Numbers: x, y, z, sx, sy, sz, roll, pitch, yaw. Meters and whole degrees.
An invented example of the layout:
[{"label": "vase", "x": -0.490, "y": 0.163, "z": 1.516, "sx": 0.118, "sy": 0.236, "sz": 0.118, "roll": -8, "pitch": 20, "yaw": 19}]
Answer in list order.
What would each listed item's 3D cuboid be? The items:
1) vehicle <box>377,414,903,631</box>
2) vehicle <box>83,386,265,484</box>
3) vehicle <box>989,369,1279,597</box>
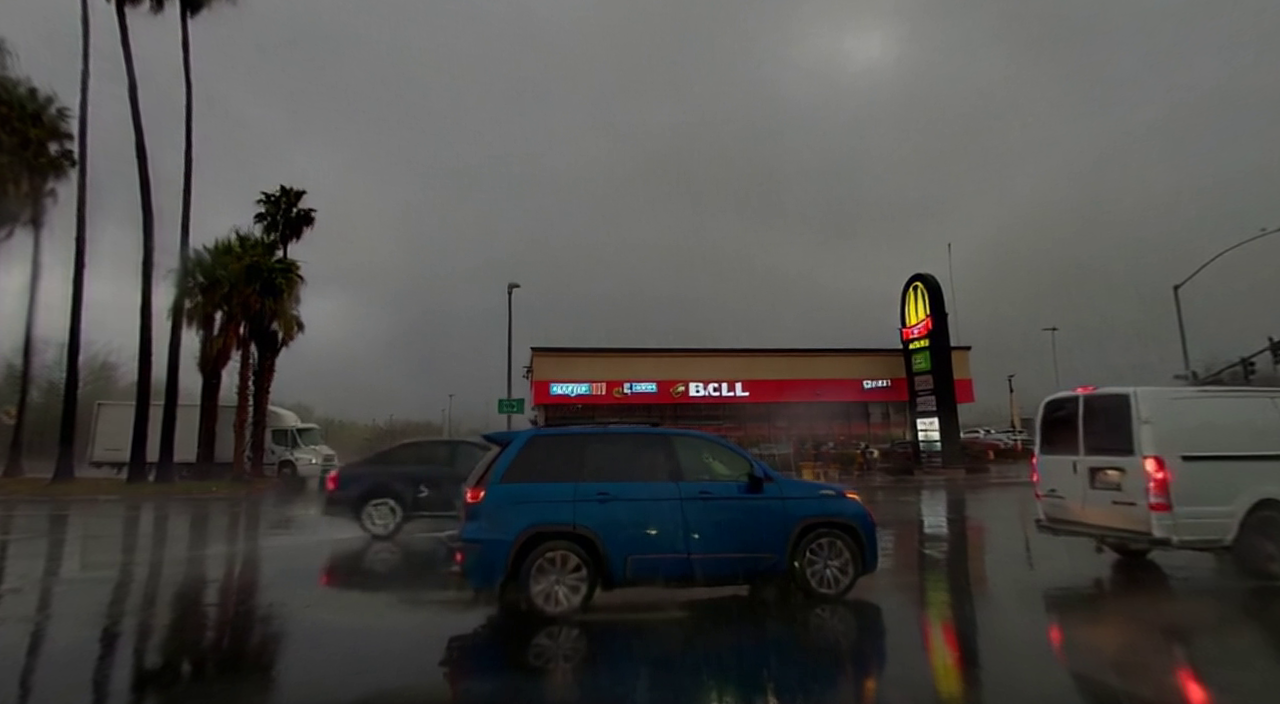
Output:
[{"label": "vehicle", "x": -0.020, "y": 1.577, "z": 6.522, "sx": 4.493, "sy": 1.728, "sz": 2.137, "roll": 1, "pitch": -9, "yaw": -7}, {"label": "vehicle", "x": -21.120, "y": 3.925, "z": 29.459, "sx": 3.034, "sy": 3.929, "sz": 7.699, "roll": 1, "pitch": -9, "yaw": -5}, {"label": "vehicle", "x": 7.997, "y": 1.478, "z": 7.698, "sx": 6.246, "sy": 2.202, "sz": 2.277, "roll": 1, "pitch": -9, "yaw": -7}]
